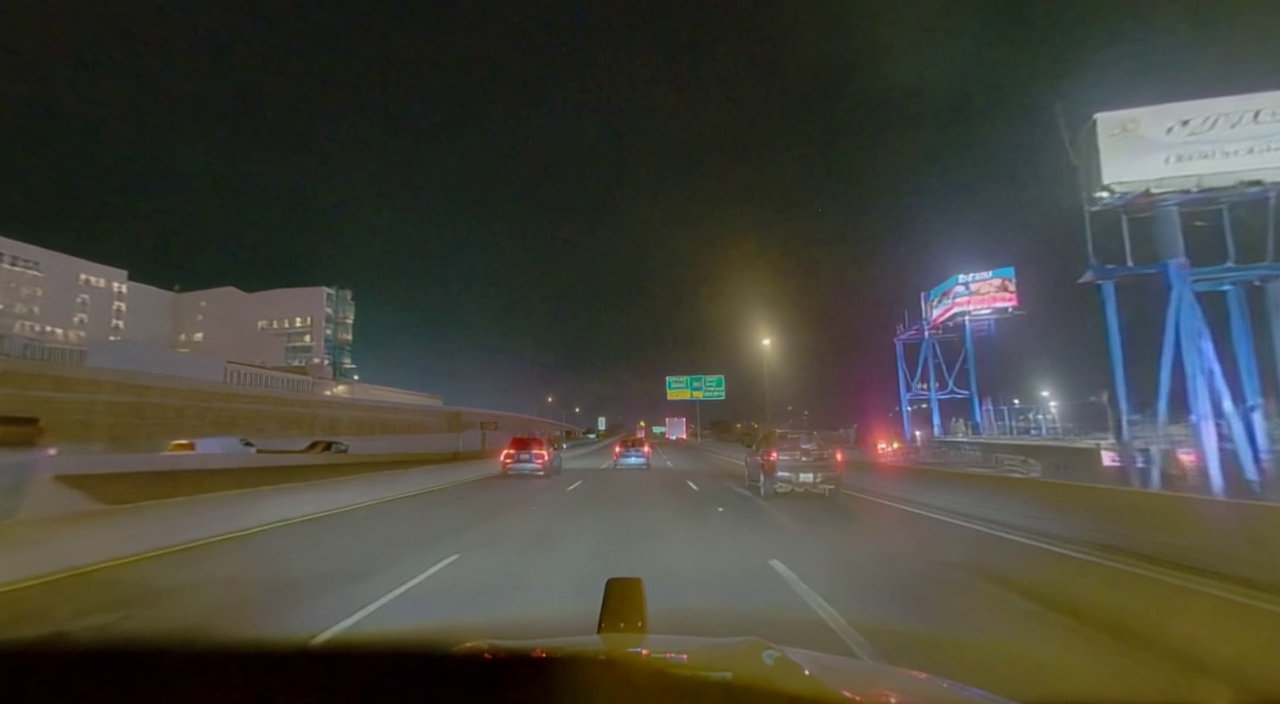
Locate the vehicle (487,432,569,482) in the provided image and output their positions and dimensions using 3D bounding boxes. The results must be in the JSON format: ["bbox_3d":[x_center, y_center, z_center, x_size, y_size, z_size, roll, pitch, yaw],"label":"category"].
[{"bbox_3d":[-3.857,3.695,22.547,2.064,1.589,4.213,0,-8,1],"label":"vehicle"}]

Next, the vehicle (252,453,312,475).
[{"bbox_3d":[-28.063,8.753,49.590,1.869,1.537,4.731,0,-8,1],"label":"vehicle"}]

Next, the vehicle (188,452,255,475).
[{"bbox_3d":[-31.873,8.457,48.220,1.938,1.598,4.624,0,-8,1],"label":"vehicle"}]

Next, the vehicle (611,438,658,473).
[{"bbox_3d":[-0.201,4.387,27.028,1.877,1.386,3.872,0,-8,0],"label":"vehicle"}]
